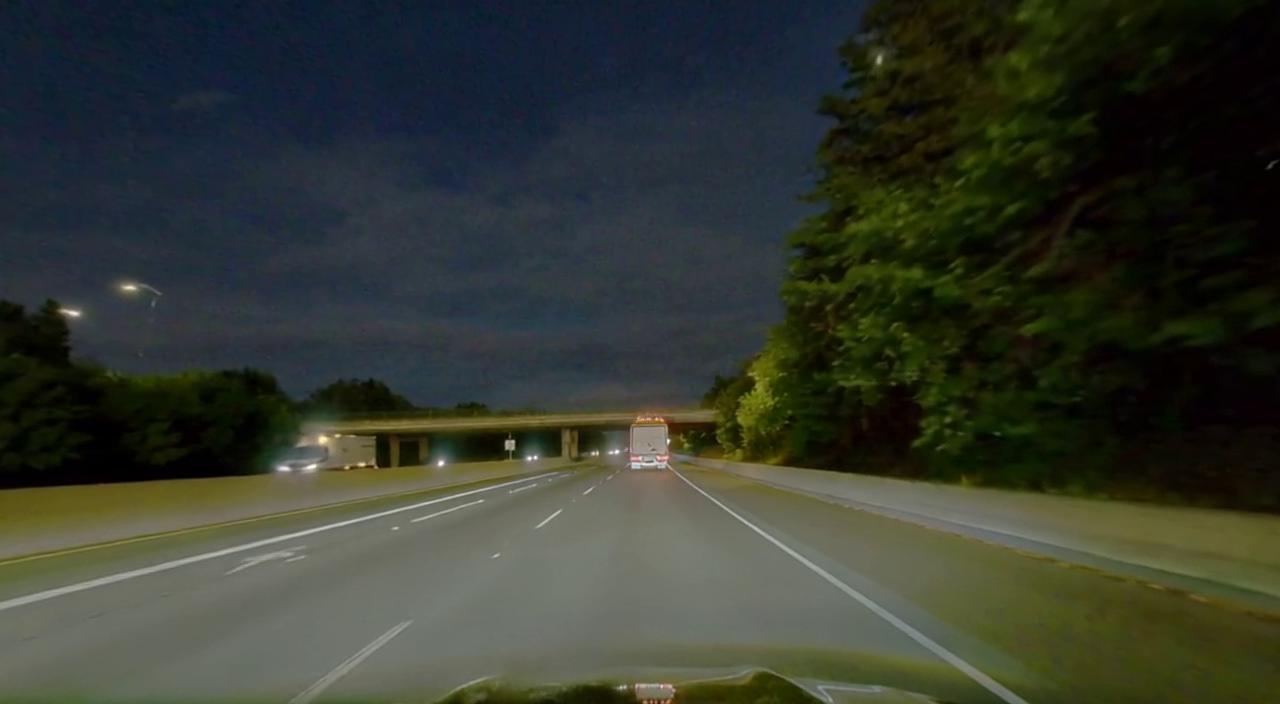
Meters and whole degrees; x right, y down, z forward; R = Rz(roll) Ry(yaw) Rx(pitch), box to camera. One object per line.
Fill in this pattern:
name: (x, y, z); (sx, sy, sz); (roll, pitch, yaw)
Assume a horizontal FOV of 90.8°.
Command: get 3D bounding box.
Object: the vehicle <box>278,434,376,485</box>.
vehicle: (-24.296, 8.407, 49.636); (2.844, 3.634, 9.043); (0, -9, 1)
